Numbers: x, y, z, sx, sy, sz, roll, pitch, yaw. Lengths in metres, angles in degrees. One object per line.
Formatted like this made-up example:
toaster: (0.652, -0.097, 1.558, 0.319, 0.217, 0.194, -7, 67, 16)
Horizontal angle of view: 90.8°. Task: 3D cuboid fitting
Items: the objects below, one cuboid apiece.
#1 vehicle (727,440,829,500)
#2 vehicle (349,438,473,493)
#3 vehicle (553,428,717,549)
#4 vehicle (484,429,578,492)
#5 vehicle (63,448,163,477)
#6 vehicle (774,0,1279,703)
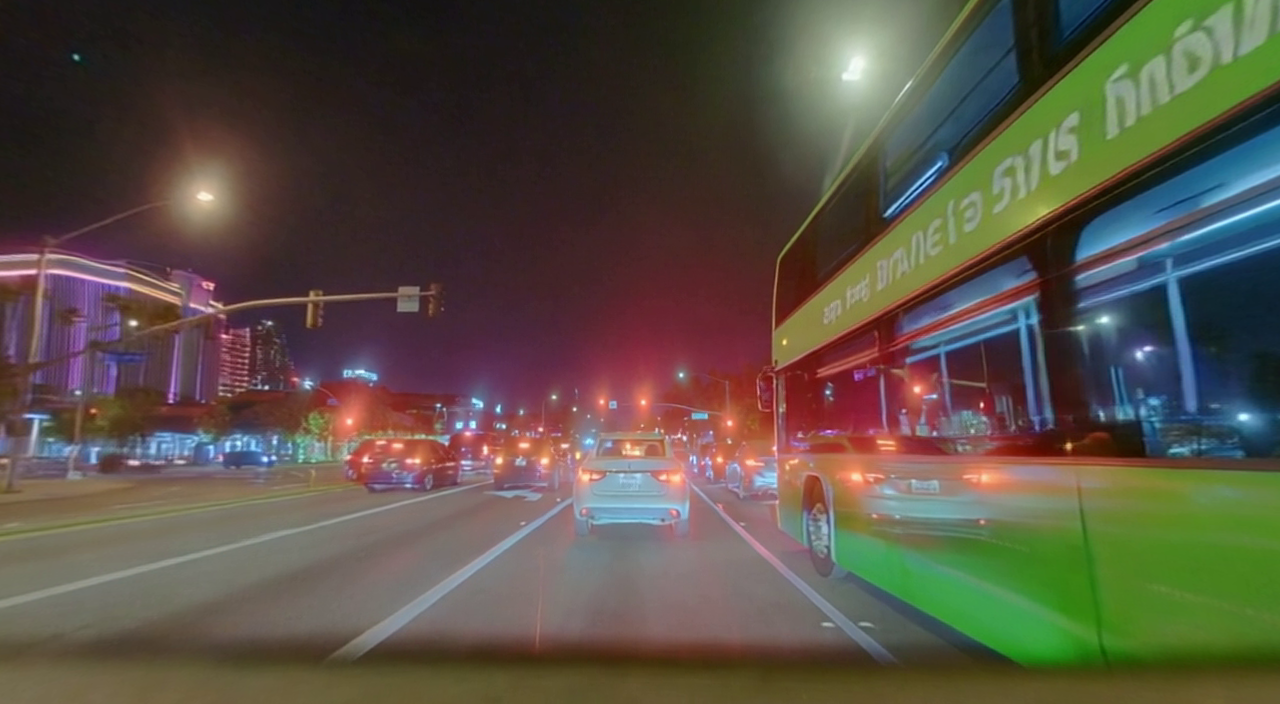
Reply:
vehicle: (3.705, 3.242, 17.824, 1.989, 1.467, 4.364, 0, -9, 1)
vehicle: (-6.894, 3.457, 19.694, 1.927, 1.480, 4.832, 0, -9, 2)
vehicle: (-0.067, 2.010, 9.920, 2.060, 1.499, 3.831, 0, -9, 0)
vehicle: (-3.246, 3.360, 19.827, 2.020, 1.721, 4.366, -1, -9, 2)
vehicle: (-35.495, 7.436, 42.651, 4.737, 1.845, 1.920, 1, -9, -6)
vehicle: (3.542, -0.232, 2.783, 2.970, 4.015, 13.606, 0, -9, 0)
